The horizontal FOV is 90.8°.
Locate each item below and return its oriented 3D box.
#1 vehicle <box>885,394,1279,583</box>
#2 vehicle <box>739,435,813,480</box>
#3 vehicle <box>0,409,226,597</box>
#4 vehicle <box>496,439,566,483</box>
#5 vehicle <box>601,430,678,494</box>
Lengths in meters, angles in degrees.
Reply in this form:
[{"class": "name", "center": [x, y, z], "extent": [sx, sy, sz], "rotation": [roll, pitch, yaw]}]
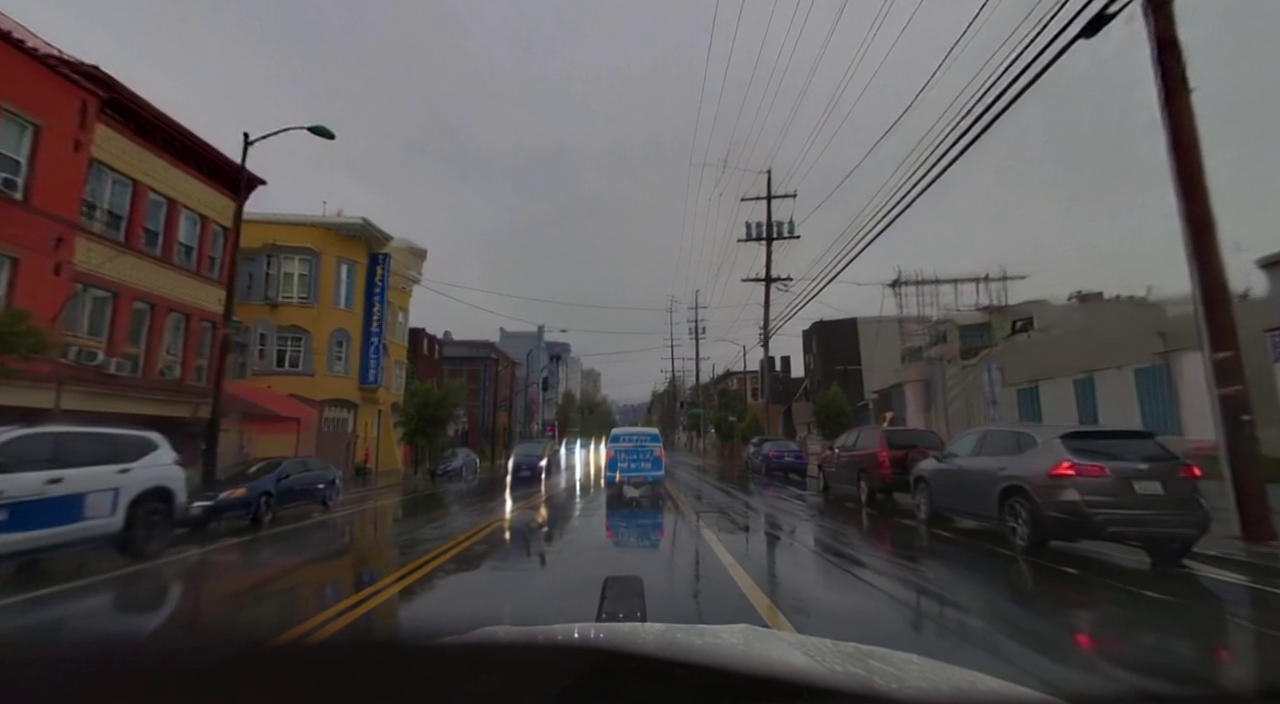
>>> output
[{"class": "vehicle", "center": [6.209, 1.938, 9.997], "extent": [2.203, 2.052, 5.975], "rotation": [0, -8, -1]}, {"class": "vehicle", "center": [6.279, 4.936, 29.978], "extent": [2.197, 1.917, 5.637], "rotation": [0, -8, 0]}, {"class": "vehicle", "center": [-7.380, 1.586, 6.941], "extent": [2.095, 1.847, 5.290], "rotation": [0, -8, -1]}, {"class": "vehicle", "center": [-4.087, 4.153, 24.378], "extent": [1.968, 1.524, 4.304], "rotation": [0, -8, 0]}, {"class": "vehicle", "center": [-0.003, 3.109, 18.131], "extent": [1.980, 1.635, 3.795], "rotation": [0, -8, 0]}]
